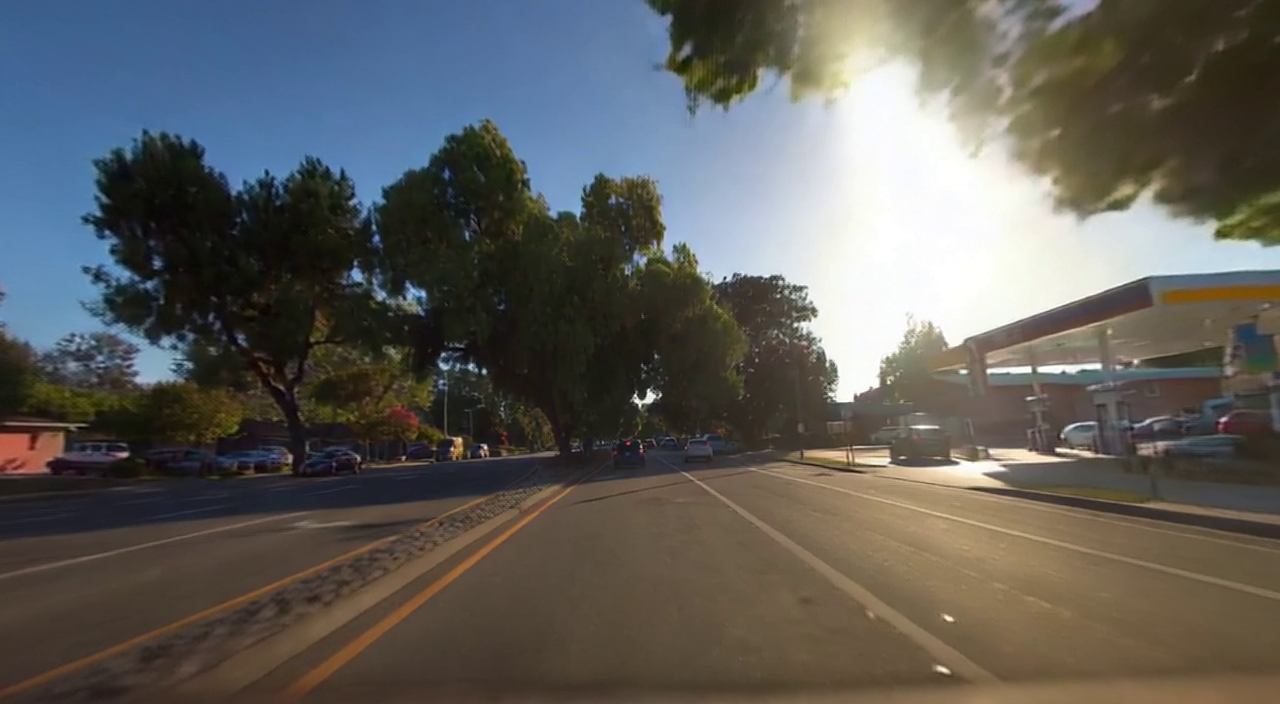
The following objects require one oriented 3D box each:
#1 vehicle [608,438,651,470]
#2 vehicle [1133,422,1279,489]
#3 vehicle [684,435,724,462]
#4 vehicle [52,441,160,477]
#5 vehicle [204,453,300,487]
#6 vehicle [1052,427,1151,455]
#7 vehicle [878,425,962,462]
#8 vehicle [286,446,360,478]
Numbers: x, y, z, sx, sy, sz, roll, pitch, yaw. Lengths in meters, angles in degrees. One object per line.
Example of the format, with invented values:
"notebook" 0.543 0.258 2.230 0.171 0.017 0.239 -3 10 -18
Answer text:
"vehicle" -0.513 5.086 31.677 2.052 1.488 3.779 0 -8 0
"vehicle" 15.296 2.584 15.988 2.001 1.479 4.696 -1 -8 3
"vehicle" 4.617 6.811 44.697 2.117 1.757 4.969 -2 -9 14
"vehicle" -31.854 6.400 37.809 4.384 2.079 2.066 0 -9 -3
"vehicle" -18.842 5.709 30.954 1.797 1.461 4.536 0 -8 0
"vehicle" 25.616 4.983 35.320 2.045 1.478 4.685 0 -8 0
"vehicle" 15.315 5.082 34.959 2.368 1.868 4.724 0 -8 -1
"vehicle" -18.847 6.531 37.853 2.004 1.758 4.594 0 -8 0
